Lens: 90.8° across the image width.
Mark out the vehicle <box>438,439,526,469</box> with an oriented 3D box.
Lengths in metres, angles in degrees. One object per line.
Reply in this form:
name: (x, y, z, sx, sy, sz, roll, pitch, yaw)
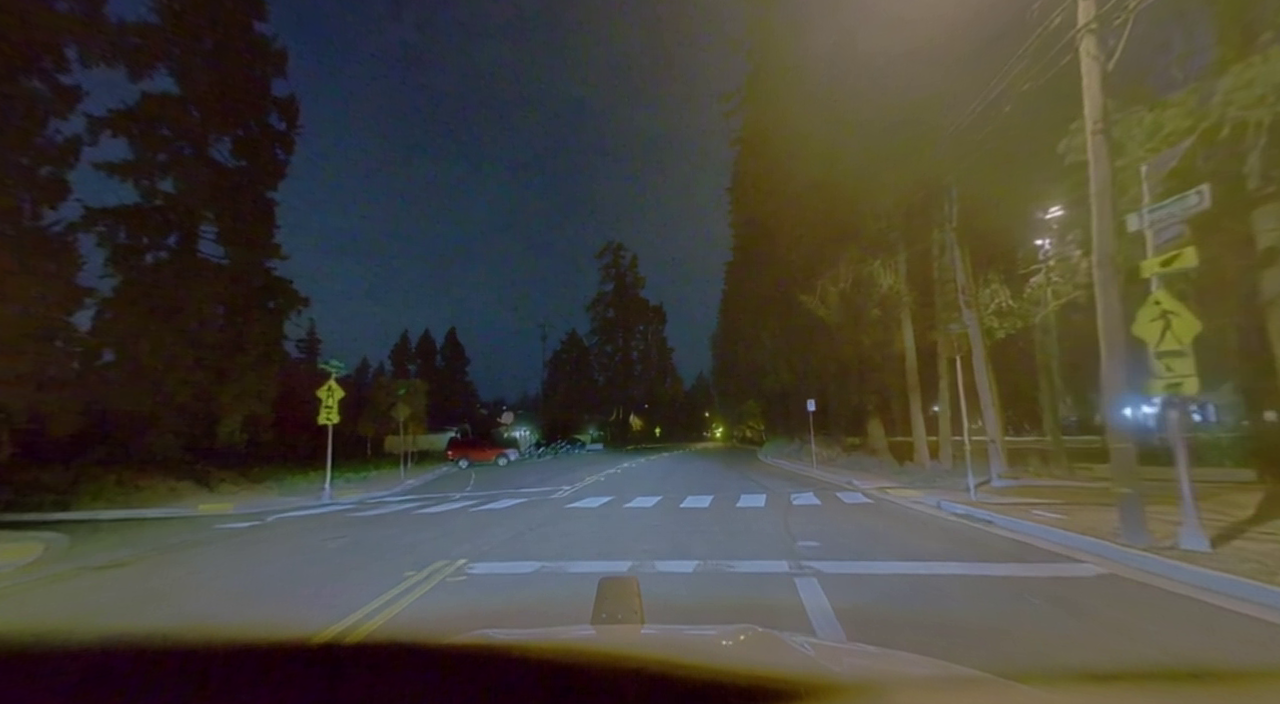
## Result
vehicle: (-8.792, 5.671, 35.236, 4.377, 1.596, 1.836, -2, -9, 14)
